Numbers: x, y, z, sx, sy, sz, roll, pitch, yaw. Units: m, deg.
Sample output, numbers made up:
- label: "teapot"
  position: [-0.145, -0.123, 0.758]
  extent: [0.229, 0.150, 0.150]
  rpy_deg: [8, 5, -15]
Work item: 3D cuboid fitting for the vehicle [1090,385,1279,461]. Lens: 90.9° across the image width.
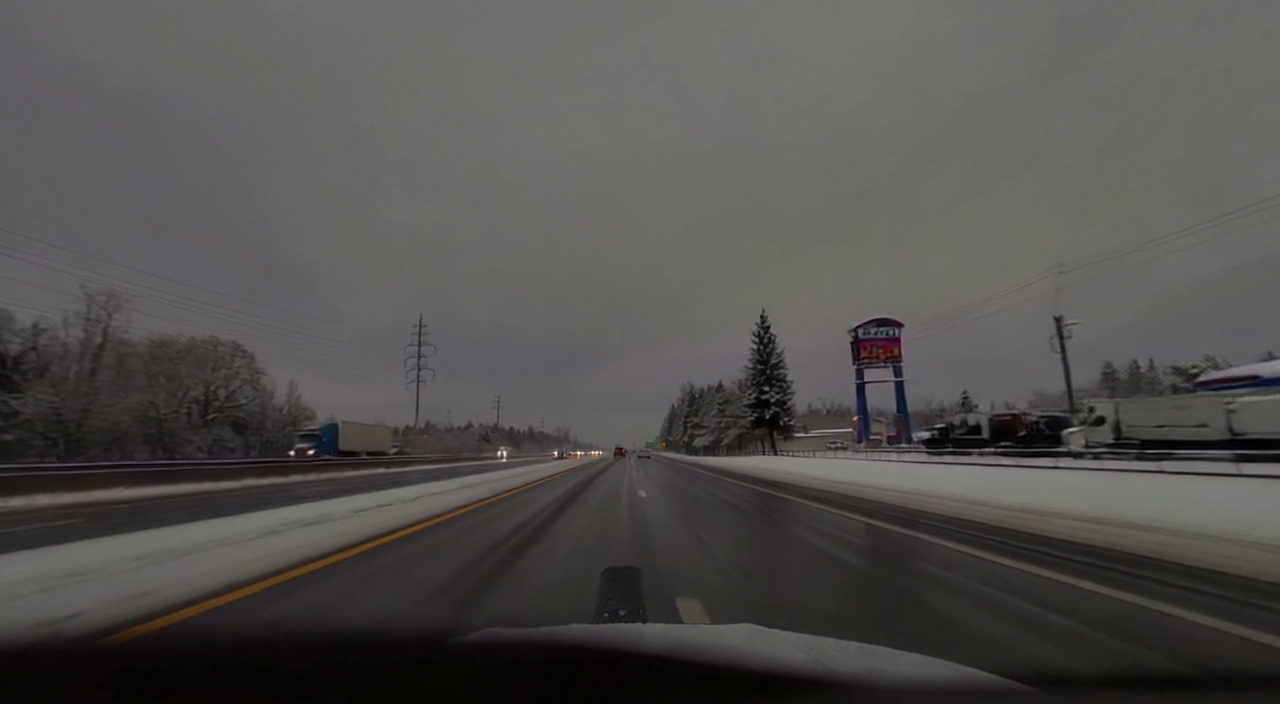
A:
- label: "vehicle"
  position: [32.819, 4.113, 35.602]
  extent: [11.409, 3.946, 3.092]
  rpy_deg: [-8, -12, 44]
